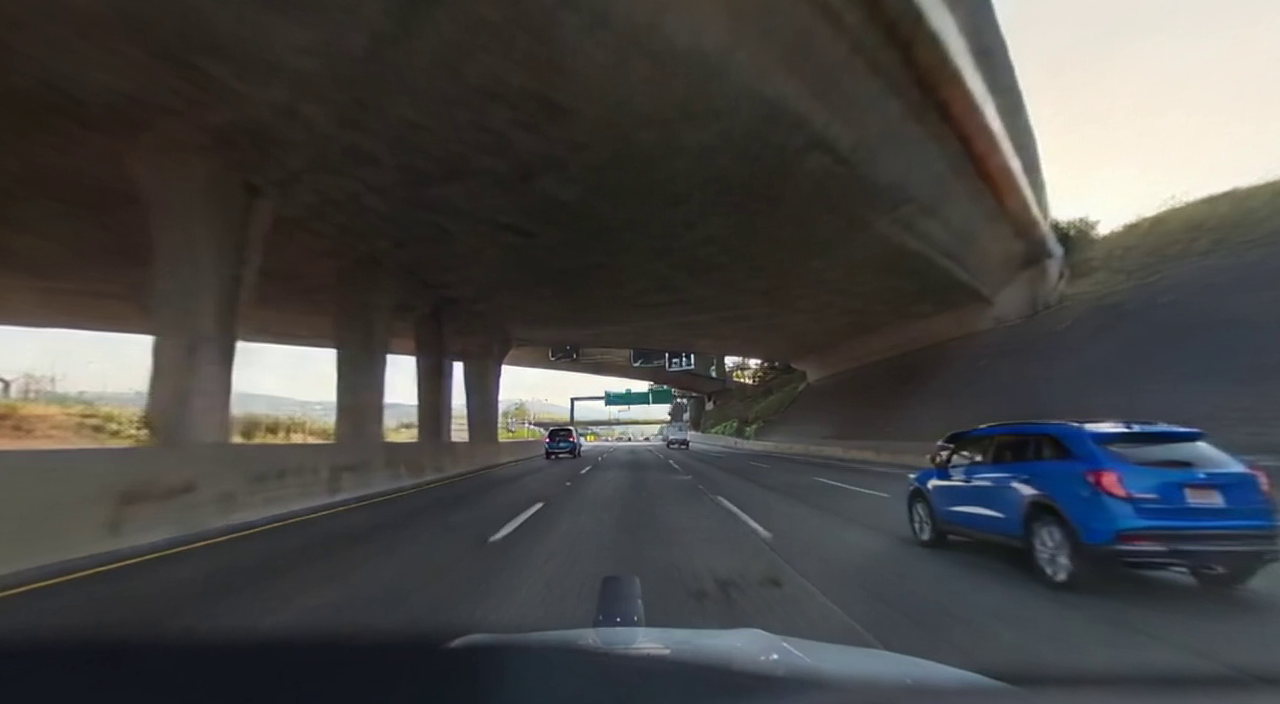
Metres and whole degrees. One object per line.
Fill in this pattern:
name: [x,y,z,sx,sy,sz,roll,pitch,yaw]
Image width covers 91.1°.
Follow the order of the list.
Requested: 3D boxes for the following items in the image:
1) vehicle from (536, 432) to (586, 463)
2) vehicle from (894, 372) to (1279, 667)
vehicle: [-3.951,4.835,32.173,2.032,1.465,4.316,0,-8,-1]
vehicle: [4.127,1.169,5.484,2.011,1.576,4.060,0,-8,-2]
